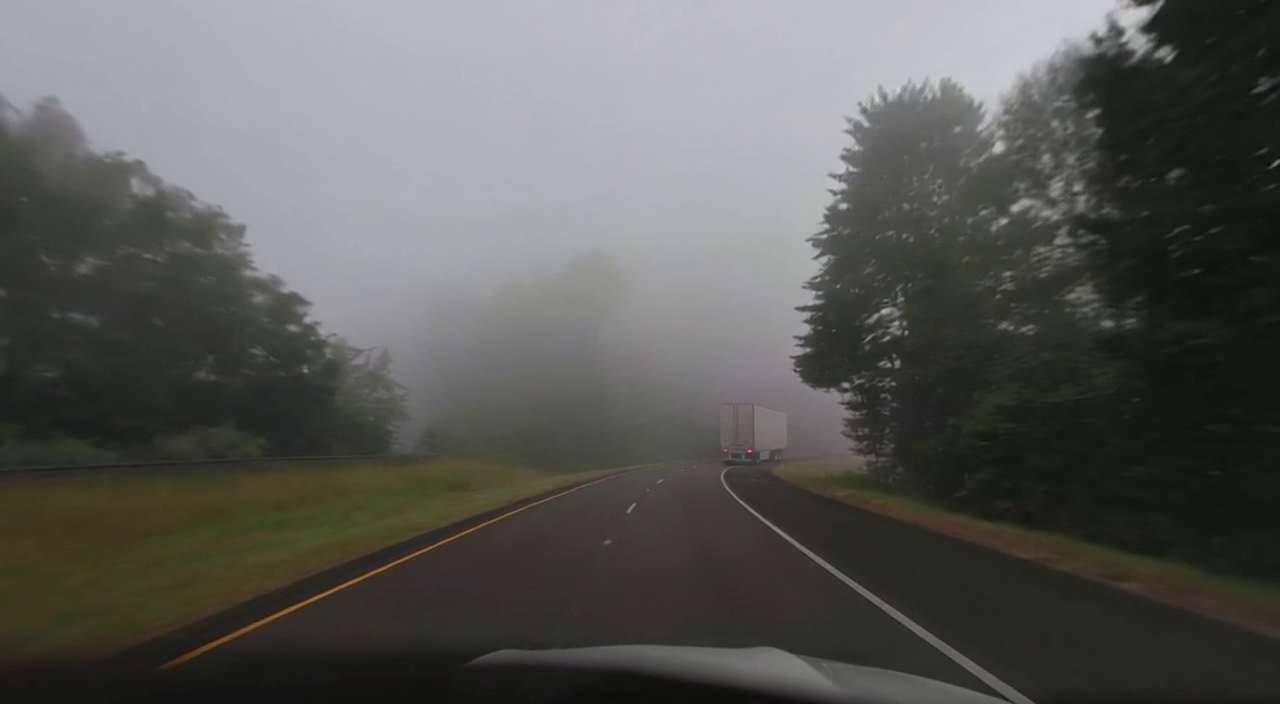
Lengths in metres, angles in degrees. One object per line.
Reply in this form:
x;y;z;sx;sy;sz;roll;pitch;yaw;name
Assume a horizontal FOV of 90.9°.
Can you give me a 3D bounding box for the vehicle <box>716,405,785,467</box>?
8.993;6.749;49.541;3.087;4.178;13.682;-3;-9;19;vehicle
